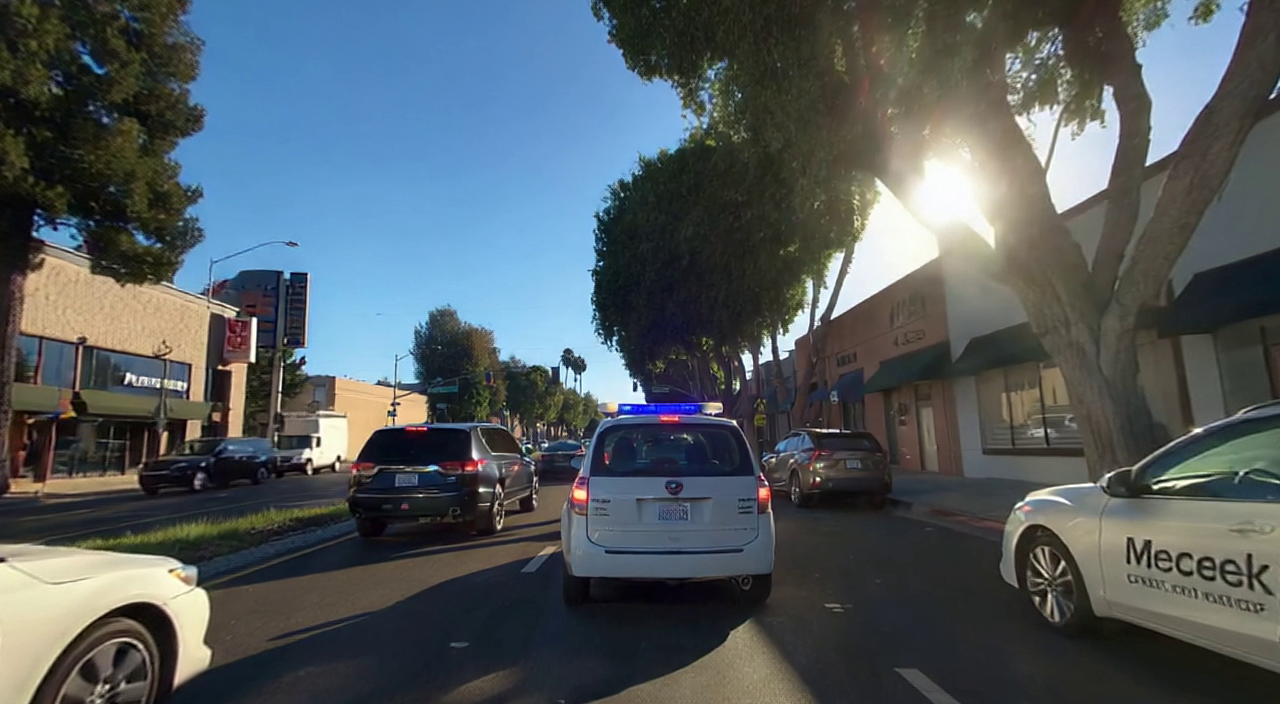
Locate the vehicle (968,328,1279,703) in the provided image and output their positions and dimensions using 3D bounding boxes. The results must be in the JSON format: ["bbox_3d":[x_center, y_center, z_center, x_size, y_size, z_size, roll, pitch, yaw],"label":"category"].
[{"bbox_3d":[4.067,0.900,3.288,1.987,1.877,5.330,2,-8,2],"label":"vehicle"}]

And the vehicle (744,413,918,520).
[{"bbox_3d":[4.014,2.545,14.536,2.038,1.865,5.786,3,-9,-2],"label":"vehicle"}]

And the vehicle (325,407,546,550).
[{"bbox_3d":[-2.957,1.955,10.385,2.135,1.806,4.514,0,-8,-1],"label":"vehicle"}]

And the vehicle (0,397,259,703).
[{"bbox_3d":[-2.892,0.749,1.030,1.908,1.474,4.257,0,-8,-1],"label":"vehicle"}]

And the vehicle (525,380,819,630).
[{"bbox_3d":[0.219,1.382,6.563,2.075,1.770,4.018,0,-8,0],"label":"vehicle"}]
